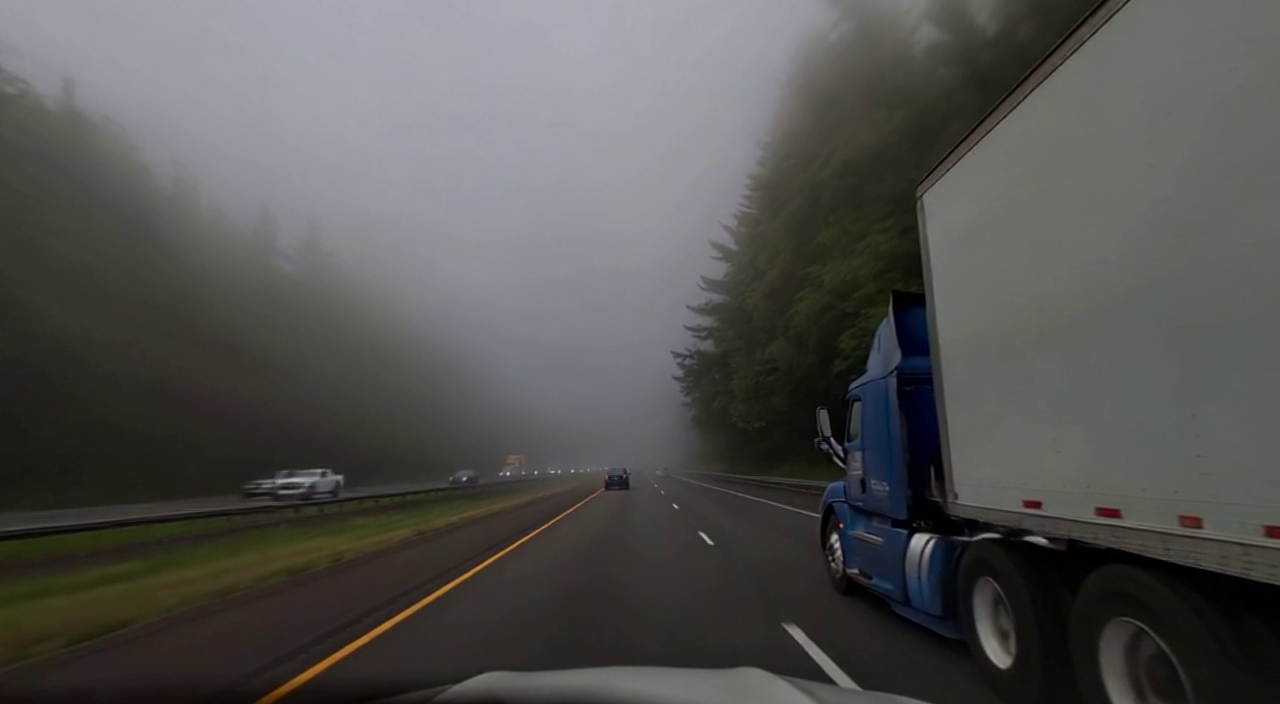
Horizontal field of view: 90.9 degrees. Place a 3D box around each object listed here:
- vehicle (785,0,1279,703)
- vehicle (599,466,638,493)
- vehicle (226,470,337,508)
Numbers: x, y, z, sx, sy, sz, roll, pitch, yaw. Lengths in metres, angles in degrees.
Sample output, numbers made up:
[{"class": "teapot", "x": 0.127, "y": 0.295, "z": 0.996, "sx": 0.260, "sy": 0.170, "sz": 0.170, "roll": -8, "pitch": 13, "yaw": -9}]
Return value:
[{"class": "vehicle", "x": 3.588, "y": 0.048, "z": 3.988, "sx": 3.019, "sy": 4.226, "sz": 9.221, "roll": 1, "pitch": -11, "yaw": 0}, {"class": "vehicle", "x": -1.141, "y": 7.009, "z": 34.738, "sx": 2.032, "sy": 1.407, "sz": 3.641, "roll": 1, "pitch": -11, "yaw": -1}, {"class": "vehicle", "x": -15.399, "y": 5.904, "z": 27.436, "sx": 1.913, "sy": 1.435, "sz": 5.140, "roll": 1, "pitch": -11, "yaw": -2}]
